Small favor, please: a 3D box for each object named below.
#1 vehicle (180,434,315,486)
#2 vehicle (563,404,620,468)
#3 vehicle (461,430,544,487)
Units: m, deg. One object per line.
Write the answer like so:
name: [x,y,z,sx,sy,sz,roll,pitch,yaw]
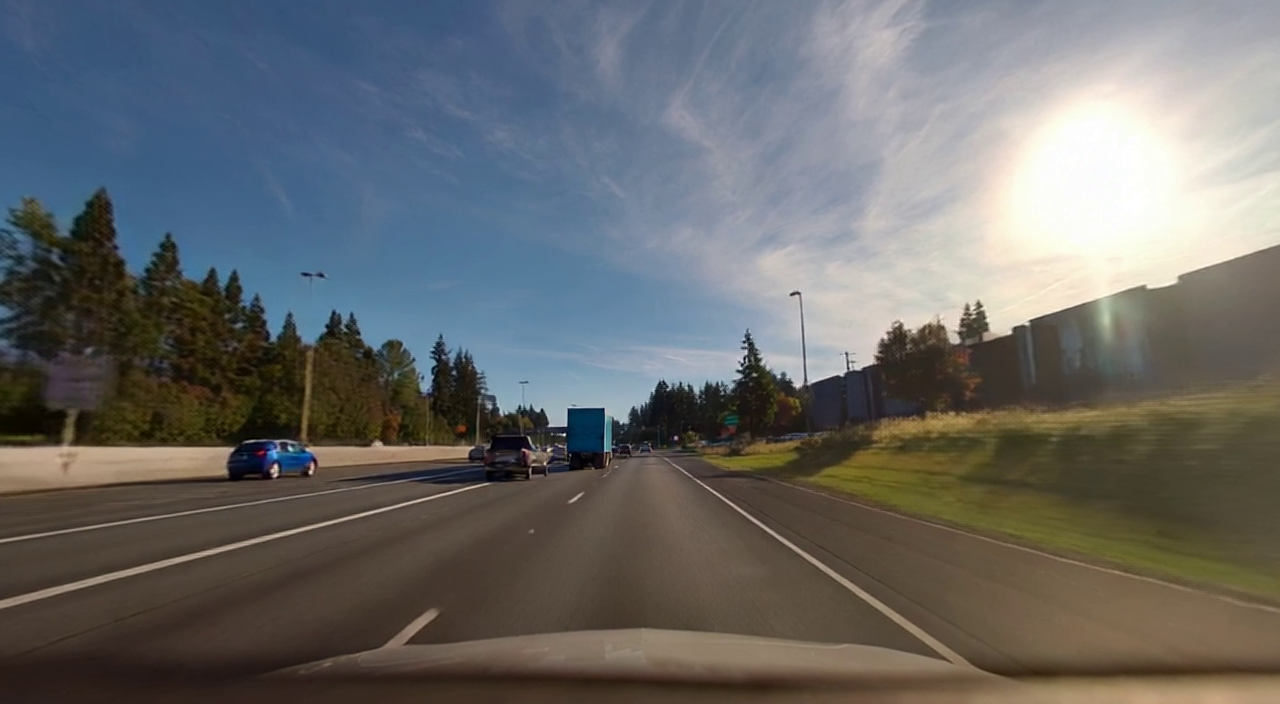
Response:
vehicle: [-14.209,3.926,23.215,1.997,1.695,4.492,0,-8,1]
vehicle: [-3.250,6.216,46.191,2.905,4.037,12.921,0,-8,1]
vehicle: [-4.887,3.846,23.047,2.058,1.840,4.443,0,-8,-1]
